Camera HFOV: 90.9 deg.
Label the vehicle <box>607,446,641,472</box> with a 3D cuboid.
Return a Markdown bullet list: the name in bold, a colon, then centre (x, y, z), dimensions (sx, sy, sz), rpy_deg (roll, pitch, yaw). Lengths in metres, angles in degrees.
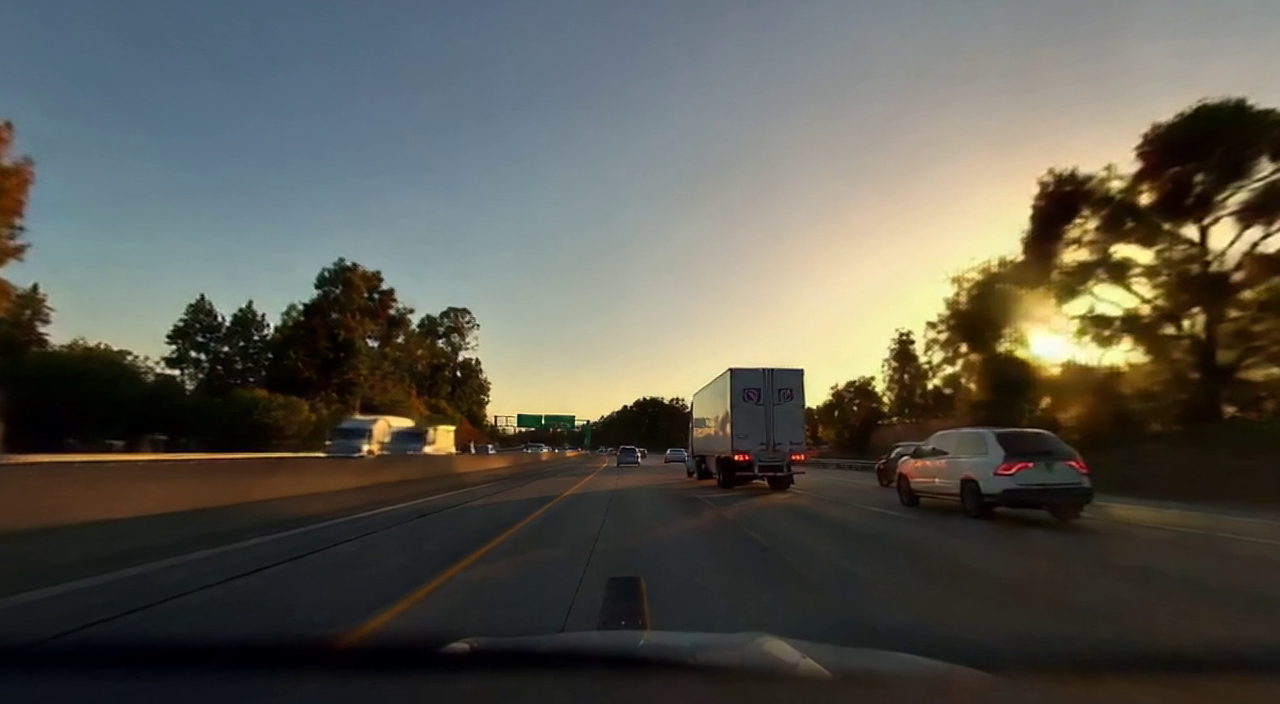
- **vehicle**: centre (-1.012, 6.970, 41.235), dimensions (2.111, 1.599, 3.859), rpy_deg (0, -9, -1)

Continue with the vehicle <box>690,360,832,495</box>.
- **vehicle**: centre (4.166, 3.325, 25.905), dimensions (2.890, 4.006, 14.039), rpy_deg (0, -9, -1)

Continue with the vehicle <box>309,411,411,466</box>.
- **vehicle**: centre (-16.020, 5.091, 36.730), dimensions (2.609, 2.862, 7.328), rpy_deg (0, -9, -1)

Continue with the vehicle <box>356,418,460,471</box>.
- **vehicle**: centre (-8.801, 3.607, 24.428), dimensions (2.221, 1.825, 4.781), rpy_deg (0, -9, 0)

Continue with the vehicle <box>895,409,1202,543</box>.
- **vehicle**: centre (6.844, 2.153, 11.526), dimensions (2.128, 1.872, 5.043), rpy_deg (0, -9, -1)
